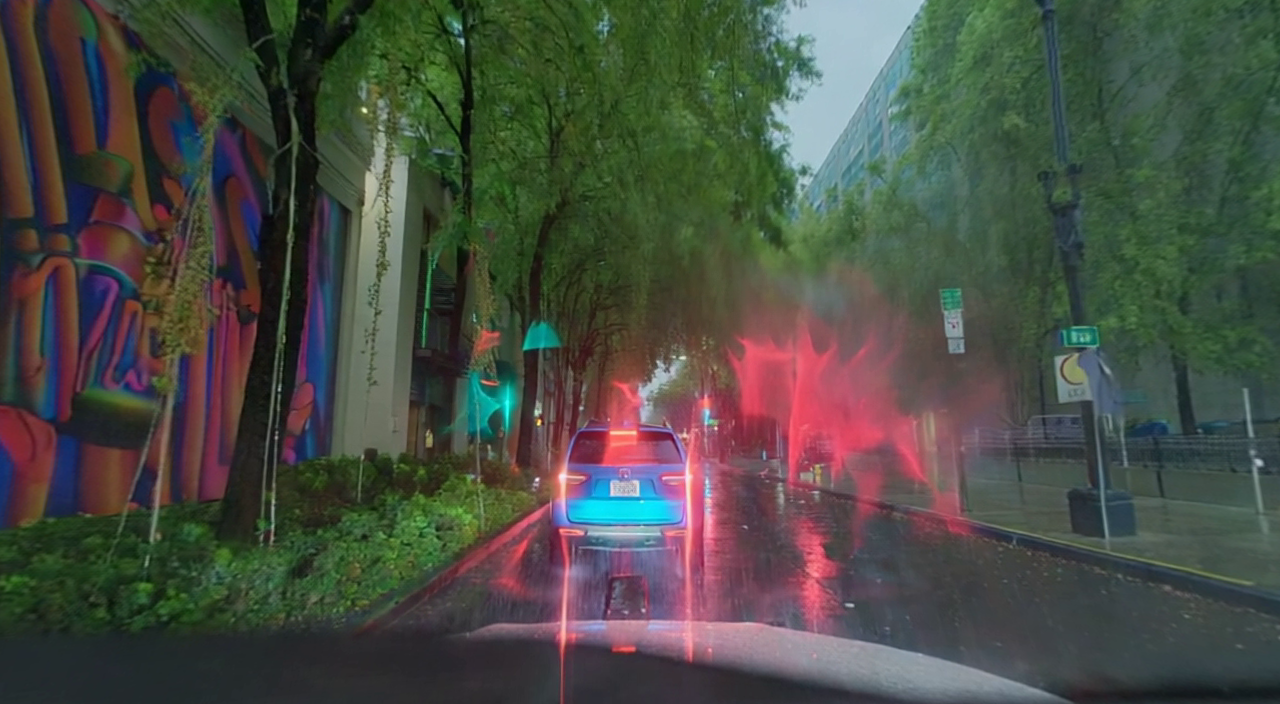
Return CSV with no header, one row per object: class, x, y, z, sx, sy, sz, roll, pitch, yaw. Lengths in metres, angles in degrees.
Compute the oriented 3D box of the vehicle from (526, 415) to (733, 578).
vehicle,-0.132,1.751,8.378,2.079,1.621,3.861,0,-8,-1
